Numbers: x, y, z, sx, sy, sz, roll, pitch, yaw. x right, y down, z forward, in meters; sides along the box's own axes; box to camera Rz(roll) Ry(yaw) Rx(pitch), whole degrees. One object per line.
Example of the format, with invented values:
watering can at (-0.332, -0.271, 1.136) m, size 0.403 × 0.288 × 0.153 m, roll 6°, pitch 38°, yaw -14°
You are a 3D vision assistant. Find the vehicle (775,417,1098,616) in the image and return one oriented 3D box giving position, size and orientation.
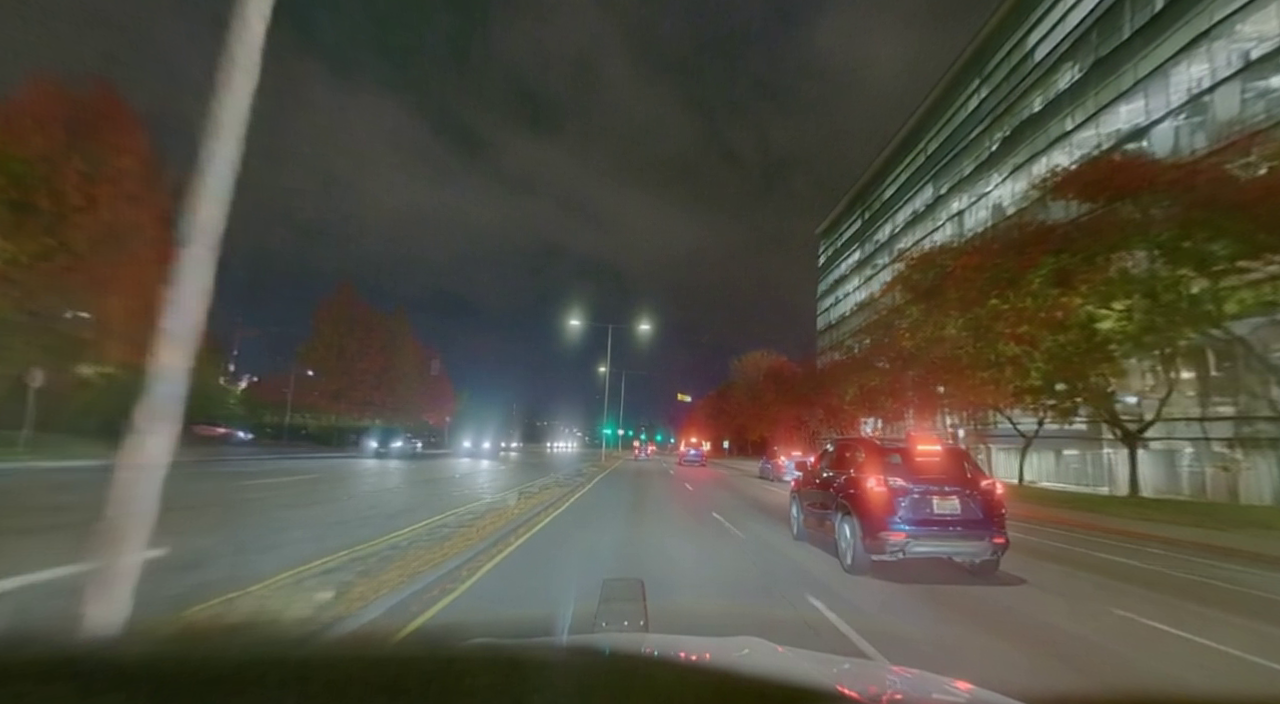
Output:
vehicle at (2.962, 1.699, 7.417) m, size 1.901 × 1.634 × 3.896 m, roll 1°, pitch -8°, yaw 0°

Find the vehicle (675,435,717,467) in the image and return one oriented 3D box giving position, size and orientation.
vehicle at (3.479, 6.252, 39.893) m, size 2.154 × 1.844 × 4.634 m, roll 0°, pitch -8°, yaw -1°

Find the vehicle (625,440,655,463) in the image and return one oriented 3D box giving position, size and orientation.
vehicle at (-0.002, 6.746, 42.870) m, size 1.991 × 1.477 × 3.814 m, roll 0°, pitch -8°, yaw 0°

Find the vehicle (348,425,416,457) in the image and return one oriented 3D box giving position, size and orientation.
vehicle at (-15.364, 5.364, 37.845) m, size 2.101 × 1.738 × 4.704 m, roll 0°, pitch -8°, yaw 0°

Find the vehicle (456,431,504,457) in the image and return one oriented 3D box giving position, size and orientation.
vehicle at (-11.019, 6.369, 43.603) m, size 2.122 × 1.685 × 4.358 m, roll 0°, pitch -8°, yaw 1°

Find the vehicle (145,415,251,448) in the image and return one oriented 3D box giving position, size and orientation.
vehicle at (-26.889, 4.950, 38.718) m, size 2.149 × 1.809 × 5.973 m, roll 0°, pitch -9°, yaw 0°
